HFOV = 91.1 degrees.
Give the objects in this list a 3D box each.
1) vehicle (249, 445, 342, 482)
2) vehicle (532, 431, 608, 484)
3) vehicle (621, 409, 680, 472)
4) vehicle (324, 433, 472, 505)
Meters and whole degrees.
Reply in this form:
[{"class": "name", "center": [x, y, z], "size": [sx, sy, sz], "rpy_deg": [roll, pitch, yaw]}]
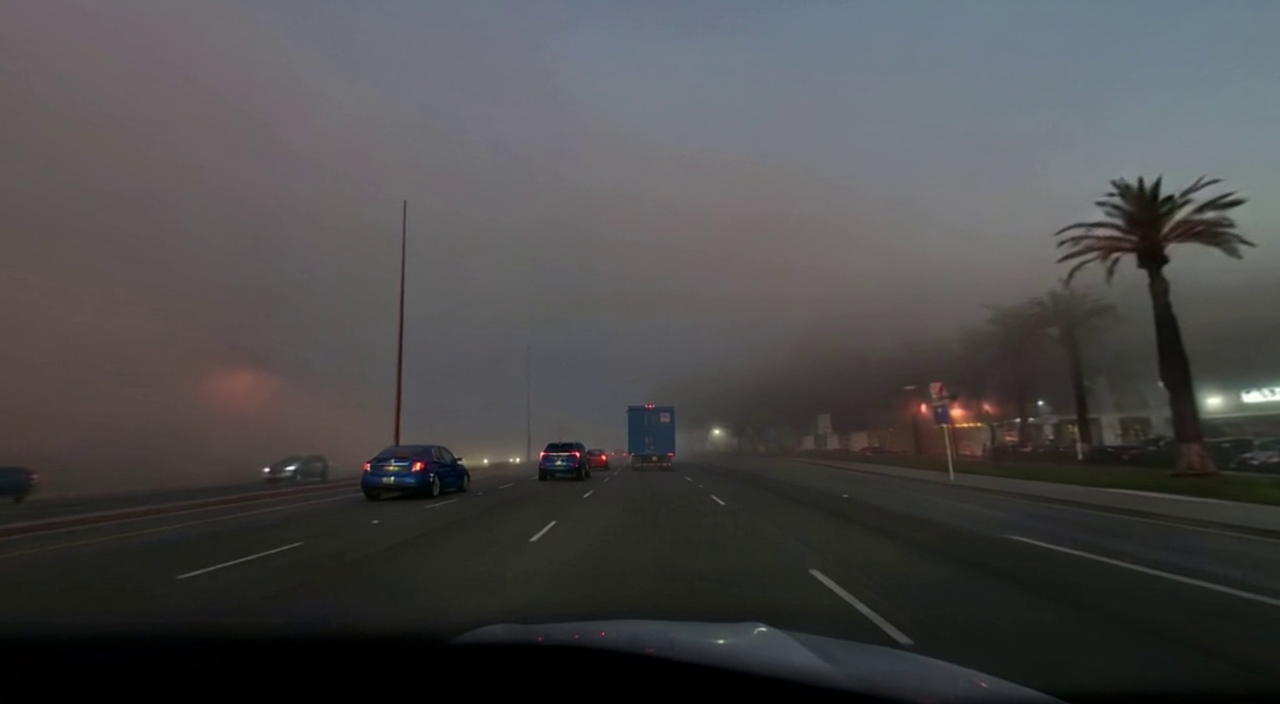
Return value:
[{"class": "vehicle", "center": [-17.844, 5.771, 32.844], "size": [2.108, 1.761, 4.664], "rpy_deg": [0, -9, 1]}, {"class": "vehicle", "center": [-2.549, 4.009, 24.195], "size": [2.178, 1.826, 4.933], "rpy_deg": [0, -9, 2]}, {"class": "vehicle", "center": [0.602, 5.040, 35.646], "size": [2.993, 3.235, 6.692], "rpy_deg": [0, -9, 1]}, {"class": "vehicle", "center": [-6.220, 3.051, 16.846], "size": [2.045, 1.630, 4.680], "rpy_deg": [0, -9, 1]}]
